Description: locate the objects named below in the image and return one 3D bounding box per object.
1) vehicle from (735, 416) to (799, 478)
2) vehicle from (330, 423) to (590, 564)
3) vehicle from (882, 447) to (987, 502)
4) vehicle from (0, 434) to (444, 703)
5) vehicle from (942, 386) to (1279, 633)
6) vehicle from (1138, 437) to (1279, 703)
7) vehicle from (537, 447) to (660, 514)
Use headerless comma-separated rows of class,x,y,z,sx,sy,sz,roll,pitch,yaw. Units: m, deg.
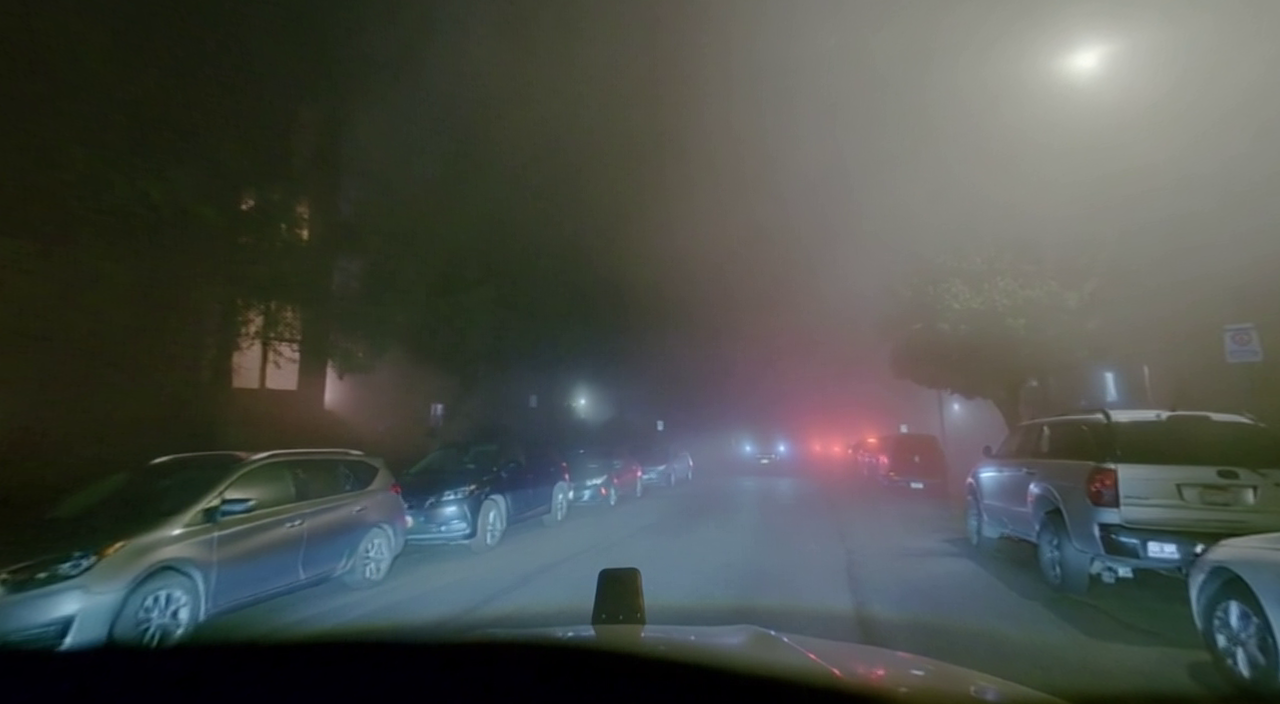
vehicle,6.871,5.019,33.511,2.716,2.887,6.781,-2,-8,16
vehicle,-2.644,2.239,10.941,2.203,1.815,4.972,-2,-9,12
vehicle,8.804,3.643,19.315,1.813,1.468,4.267,-1,-9,10
vehicle,-3.817,1.556,5.801,1.855,1.510,4.406,-2,-9,13
vehicle,5.320,1.562,7.317,2.182,1.900,4.779,-2,-9,13
vehicle,4.116,1.013,2.145,1.992,1.456,4.610,-2,-9,14
vehicle,-0.903,3.311,16.957,1.861,1.474,4.749,-2,-9,15
